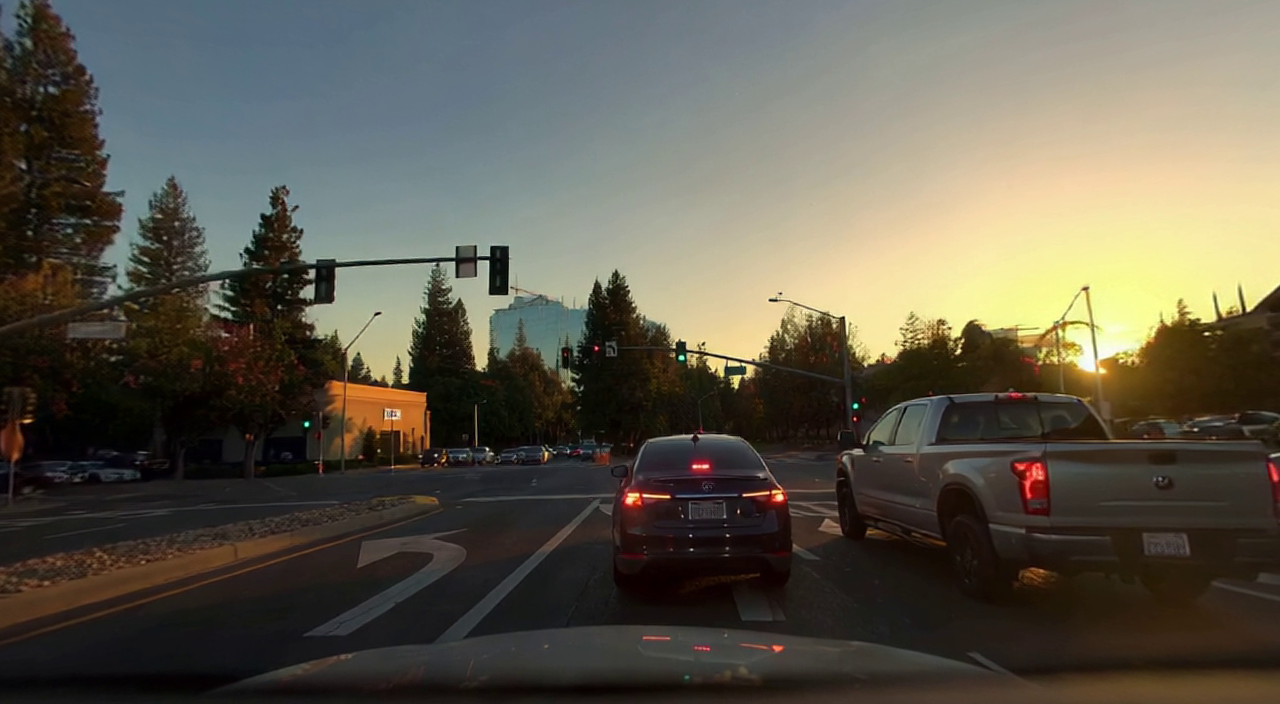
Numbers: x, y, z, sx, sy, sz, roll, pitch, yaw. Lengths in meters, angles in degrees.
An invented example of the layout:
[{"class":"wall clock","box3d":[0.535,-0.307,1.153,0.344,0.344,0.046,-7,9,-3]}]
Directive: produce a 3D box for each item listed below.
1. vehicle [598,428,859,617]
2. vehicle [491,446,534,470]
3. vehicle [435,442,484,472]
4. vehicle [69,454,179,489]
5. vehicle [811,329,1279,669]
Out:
[{"class":"vehicle","box3d":[0.615,1.605,6.859,2.038,1.447,3.756,0,-8,-2]},{"class":"vehicle","box3d":[-8.438,7.052,42.124,2.002,1.469,4.301,0,-8,-1]},{"class":"vehicle","box3d":[-11.881,6.926,41.875,1.991,1.844,4.393,0,-8,-1]},{"class":"vehicle","box3d":[-29.089,6.712,35.627,4.789,1.828,2.025,-2,-9,10]},{"class":"vehicle","box3d":[3.795,1.284,6.678,2.358,2.116,5.328,0,-8,-1]}]
